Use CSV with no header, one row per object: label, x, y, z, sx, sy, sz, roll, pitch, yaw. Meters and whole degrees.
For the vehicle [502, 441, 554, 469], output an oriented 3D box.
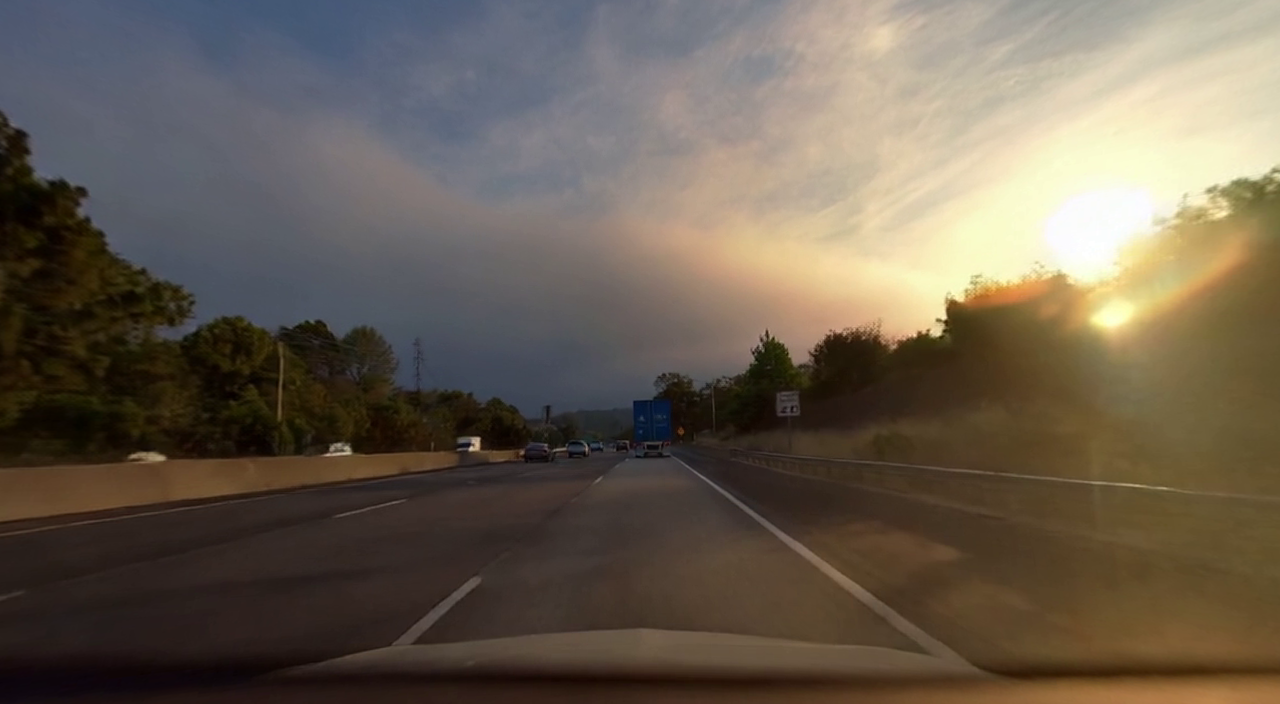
vehicle,-6.343,5.889,36.268,2.017,1.517,4.766,0,-8,1
